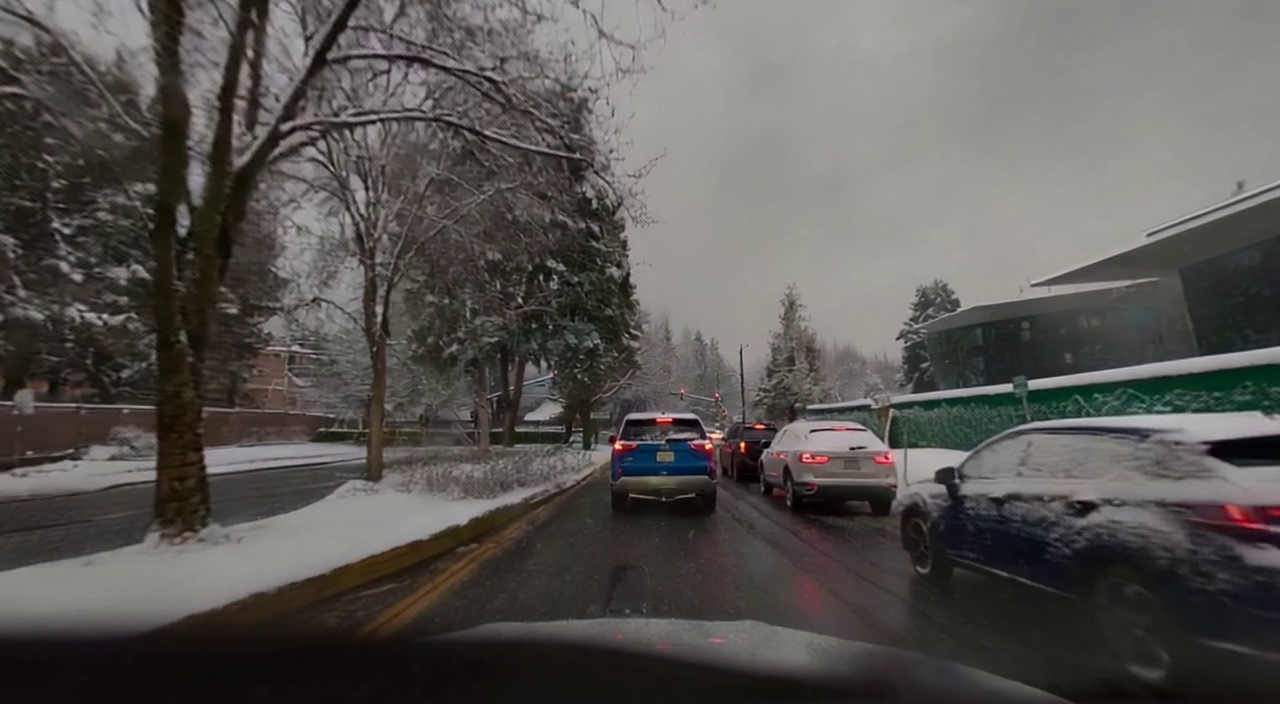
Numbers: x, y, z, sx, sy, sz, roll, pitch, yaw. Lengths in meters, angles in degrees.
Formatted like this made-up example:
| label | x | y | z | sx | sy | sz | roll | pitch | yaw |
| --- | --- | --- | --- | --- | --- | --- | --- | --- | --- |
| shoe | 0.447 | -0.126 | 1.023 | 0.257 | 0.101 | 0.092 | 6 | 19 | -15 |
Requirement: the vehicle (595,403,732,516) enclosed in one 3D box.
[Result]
| label | x | y | z | sx | sy | sz | roll | pitch | yaw |
| --- | --- | --- | --- | --- | --- | --- | --- | --- | --- |
| vehicle | 0.435 | 2.187 | 13.170 | 2.386 | 1.947 | 4.168 | 0 | -8 | 1 |

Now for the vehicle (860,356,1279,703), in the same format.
| label | x | y | z | sx | sy | sz | roll | pitch | yaw |
| --- | --- | --- | --- | --- | --- | --- | --- | --- | --- |
| vehicle | 3.607 | 1.201 | 4.758 | 2.138 | 1.699 | 4.852 | 0 | -8 | 0 |

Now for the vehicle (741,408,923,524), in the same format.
| label | x | y | z | sx | sy | sz | roll | pitch | yaw |
| --- | --- | --- | --- | --- | --- | --- | --- | --- | --- |
| vehicle | 3.702 | 2.332 | 13.439 | 2.238 | 1.958 | 5.250 | 0 | -8 | 0 |
